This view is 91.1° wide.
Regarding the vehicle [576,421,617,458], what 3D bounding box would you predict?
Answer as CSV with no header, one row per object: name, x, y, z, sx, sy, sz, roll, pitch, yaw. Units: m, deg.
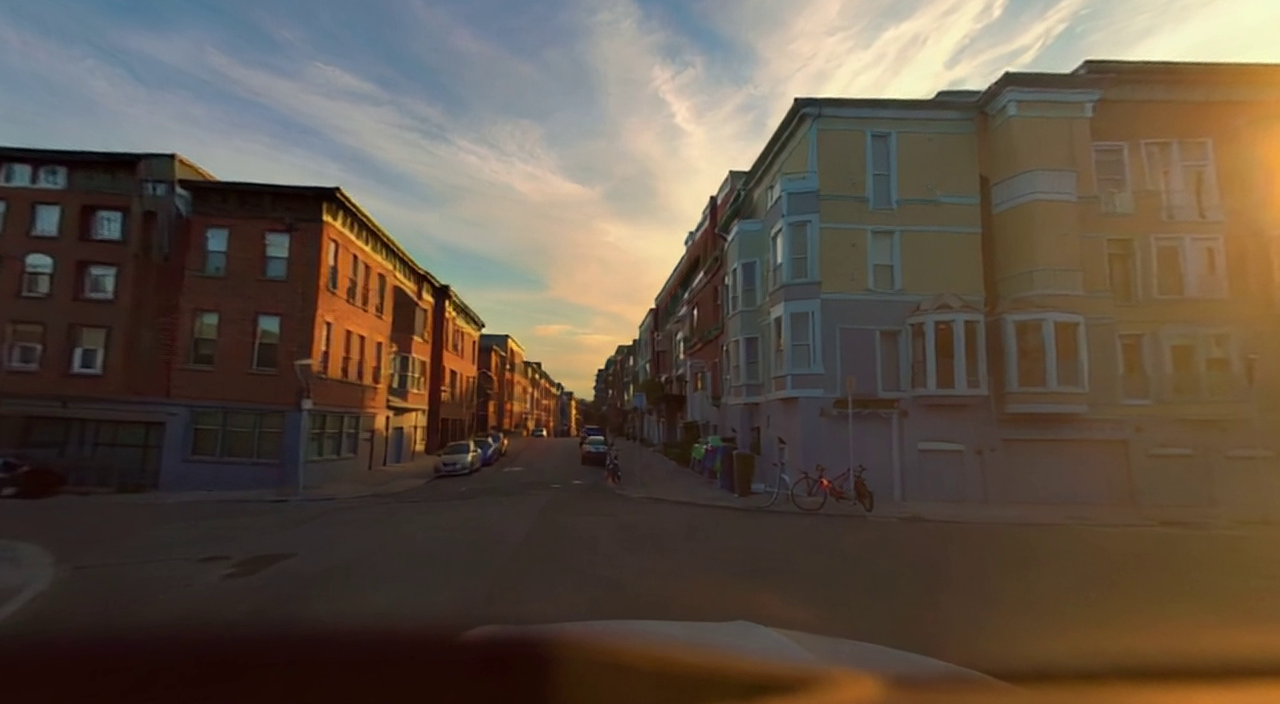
vehicle,-2.646,5.191,37.359,2.072,2.074,4.358,1,-8,-9

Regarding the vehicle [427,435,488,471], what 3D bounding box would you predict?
vehicle,-7.910,4.392,27.603,1.897,1.431,3.741,1,-8,-6

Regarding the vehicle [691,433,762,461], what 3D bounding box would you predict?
vehicle,4.525,4.974,33.092,3.404,1.431,1.641,1,-8,-7
